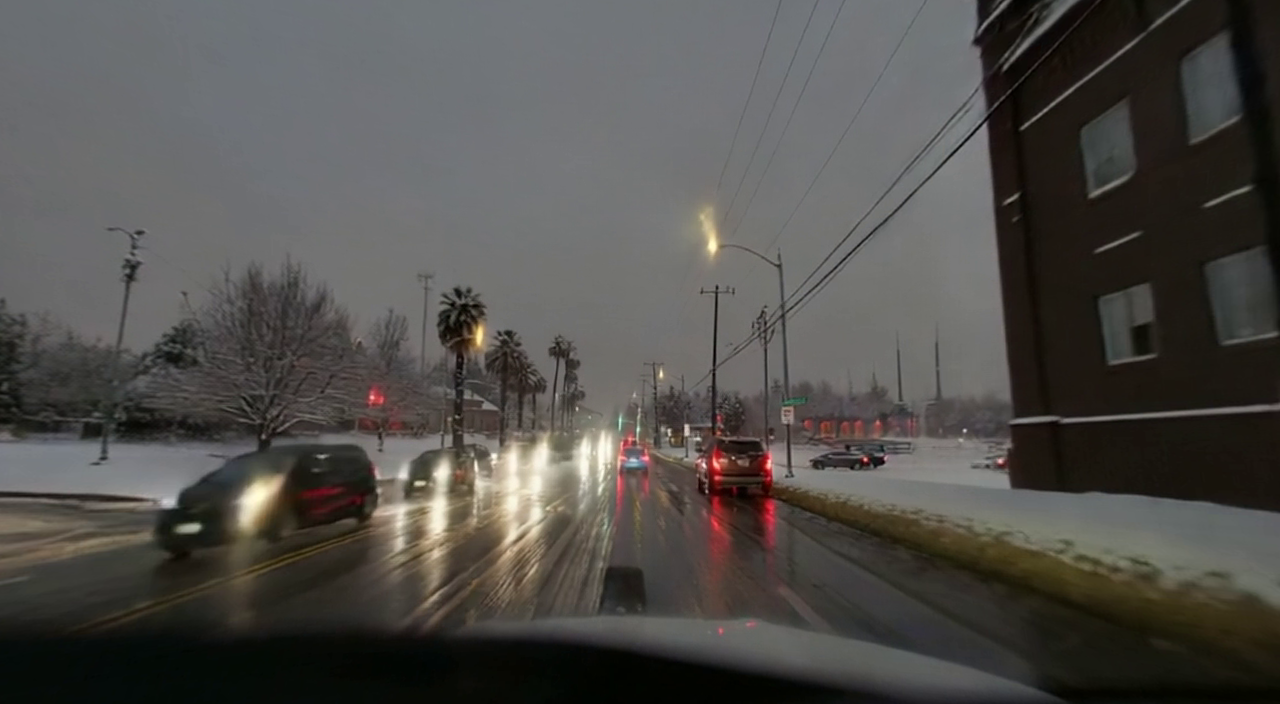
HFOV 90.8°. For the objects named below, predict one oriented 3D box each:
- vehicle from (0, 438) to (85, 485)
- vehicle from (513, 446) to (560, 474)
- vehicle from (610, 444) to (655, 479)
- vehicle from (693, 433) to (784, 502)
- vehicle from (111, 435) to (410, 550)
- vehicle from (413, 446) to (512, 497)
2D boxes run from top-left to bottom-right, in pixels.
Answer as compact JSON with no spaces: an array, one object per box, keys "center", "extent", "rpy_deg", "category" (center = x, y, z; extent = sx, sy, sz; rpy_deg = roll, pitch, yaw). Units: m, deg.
[{"center":[-26.231,4.582,26.706],"extent":[1.889,1.778,4.543],"rpy_deg":[1,-8,-9],"category":"vehicle"},{"center":[-6.111,6.430,37.966],"extent":[2.074,1.541,4.395],"rpy_deg":[0,-8,0],"category":"vehicle"},{"center":[-0.359,5.663,32.899],"extent":[2.196,1.655,3.939],"rpy_deg":[0,-8,0],"category":"vehicle"},{"center":[2.847,3.459,19.387],"extent":[1.995,1.858,4.333],"rpy_deg":[0,-8,-1],"category":"vehicle"},{"center":[-5.763,2.161,10.539],"extent":[2.083,1.451,4.707],"rpy_deg":[0,-8,0],"category":"vehicle"},{"center":[-6.042,4.108,22.173],"extent":[2.135,1.542,4.575],"rpy_deg":[0,-8,0],"category":"vehicle"}]
